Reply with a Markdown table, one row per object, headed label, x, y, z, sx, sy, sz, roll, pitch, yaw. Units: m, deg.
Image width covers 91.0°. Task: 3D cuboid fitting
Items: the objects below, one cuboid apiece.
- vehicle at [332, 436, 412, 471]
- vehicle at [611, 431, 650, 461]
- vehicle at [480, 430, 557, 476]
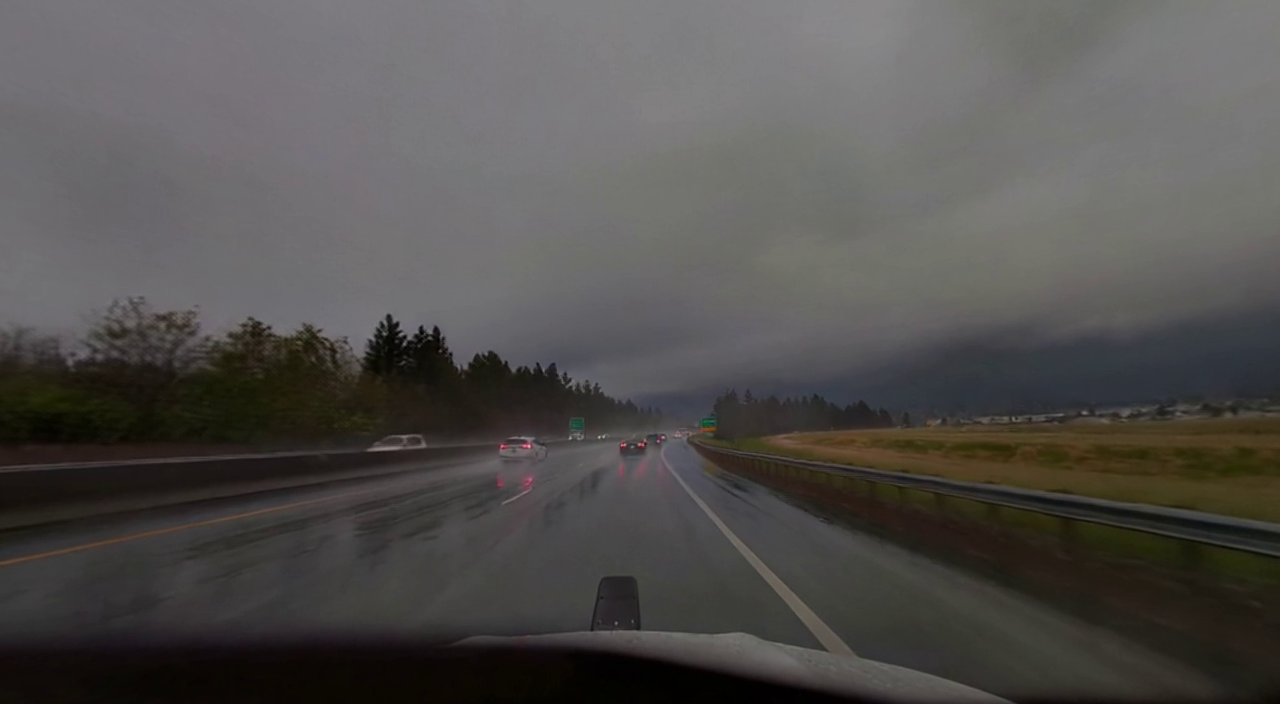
| label | x | y | z | sx | sy | sz | roll | pitch | yaw |
| --- | --- | --- | --- | --- | --- | --- | --- | --- | --- |
| vehicle | -12.930 | 4.916 | 30.745 | 1.944 | 1.520 | 4.477 | -1 | -8 | 0 |
| vehicle | -0.540 | 5.496 | 36.829 | 2.146 | 1.636 | 4.026 | 0 | -8 | -1 |
| vehicle | -4.676 | 3.957 | 24.901 | 2.075 | 1.653 | 4.317 | -1 | -8 | 1 |
